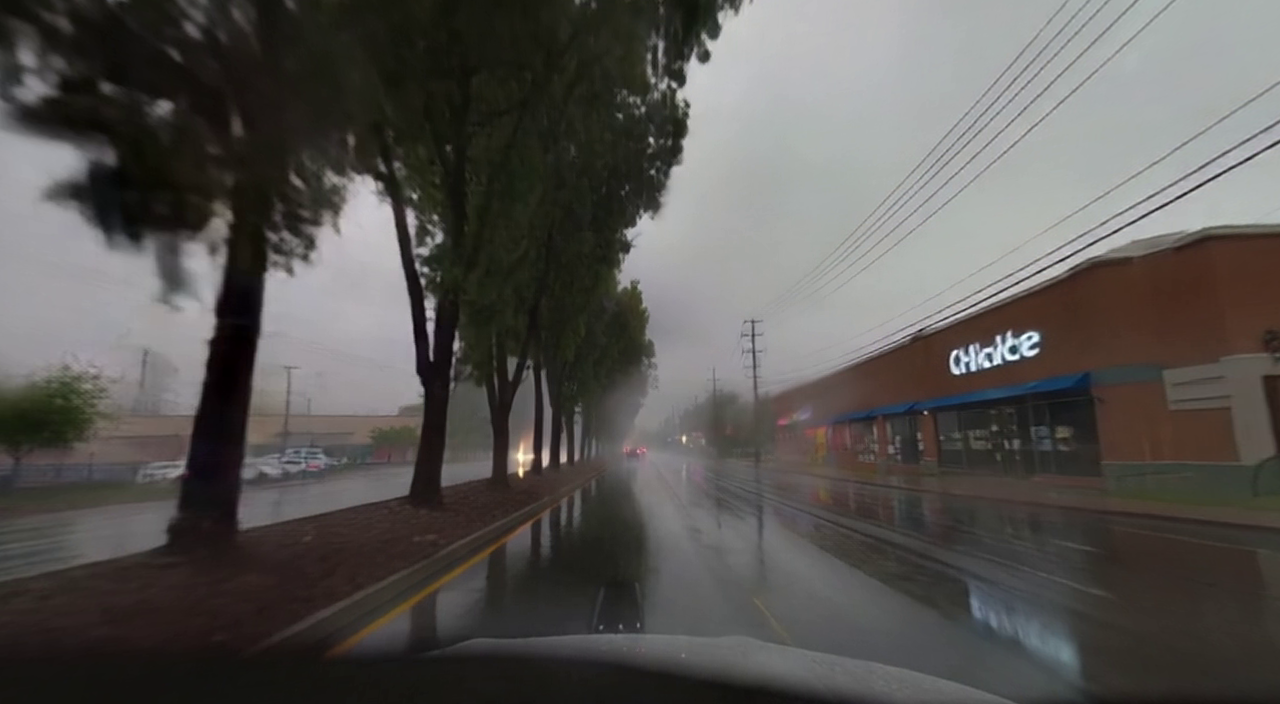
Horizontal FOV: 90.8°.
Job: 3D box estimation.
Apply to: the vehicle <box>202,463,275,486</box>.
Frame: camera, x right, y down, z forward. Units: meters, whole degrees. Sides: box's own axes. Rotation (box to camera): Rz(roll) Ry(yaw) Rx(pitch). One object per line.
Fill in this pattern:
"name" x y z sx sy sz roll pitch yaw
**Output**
"vehicle" -30.465 9.288 48.039 4.377 1.520 1.843 -3 -9 3
